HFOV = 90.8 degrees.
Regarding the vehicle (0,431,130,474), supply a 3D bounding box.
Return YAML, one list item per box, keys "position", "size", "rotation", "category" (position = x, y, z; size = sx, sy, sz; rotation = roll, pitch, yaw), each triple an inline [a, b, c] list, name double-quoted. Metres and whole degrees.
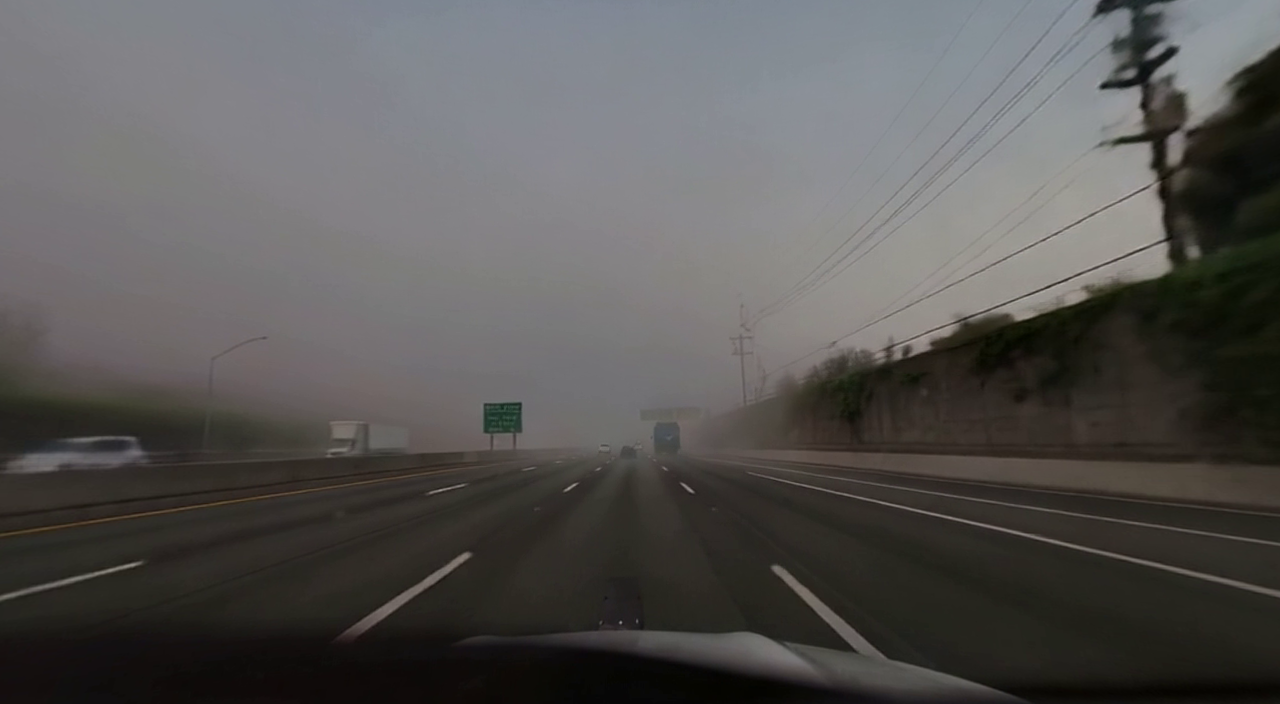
- position: [-21.223, 3.689, 23.372]
  size: [1.713, 1.403, 3.550]
  rotation: [-2, -8, 0]
  category: "vehicle"
